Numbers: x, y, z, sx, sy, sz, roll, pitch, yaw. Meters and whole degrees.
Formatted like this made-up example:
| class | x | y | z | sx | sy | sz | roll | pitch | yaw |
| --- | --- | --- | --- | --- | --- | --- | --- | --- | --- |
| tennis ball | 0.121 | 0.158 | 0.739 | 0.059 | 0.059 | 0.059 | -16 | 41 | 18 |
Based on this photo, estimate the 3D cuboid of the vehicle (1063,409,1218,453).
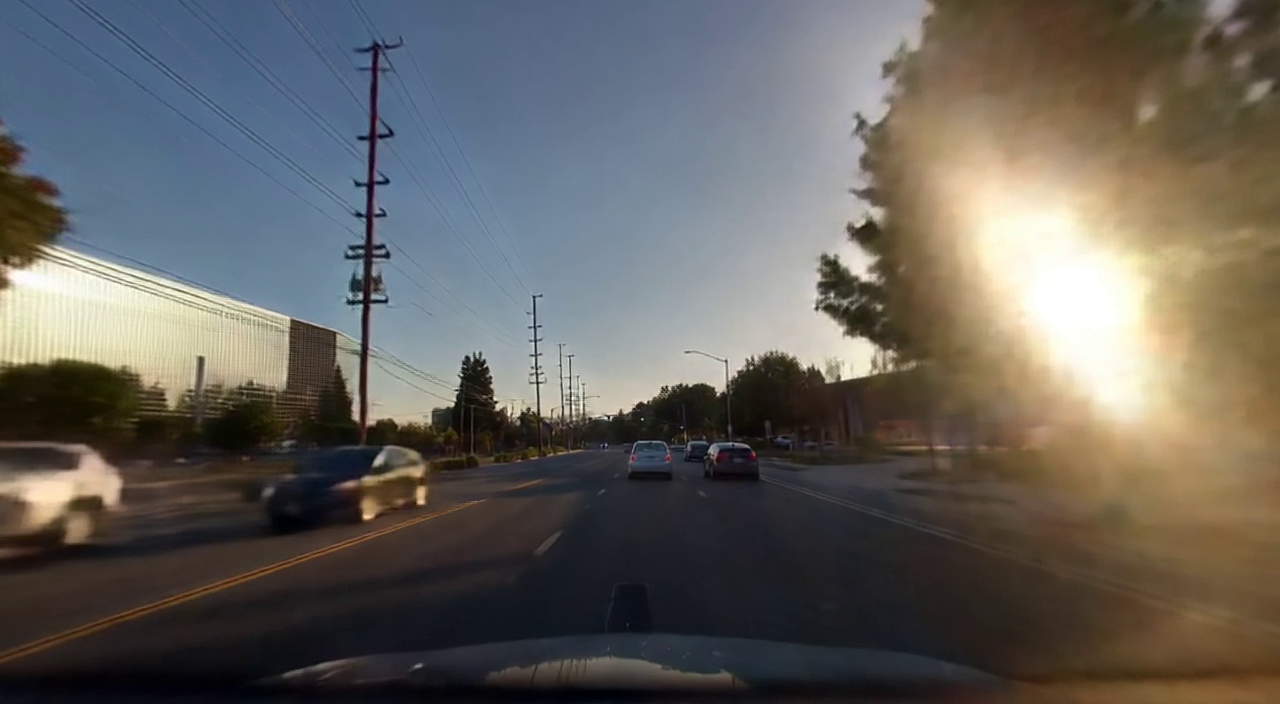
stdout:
| class | x | y | z | sx | sy | sz | roll | pitch | yaw |
| --- | --- | --- | --- | --- | --- | --- | --- | --- | --- |
| vehicle | 20.750 | 3.392 | 26.433 | 1.943 | 1.617 | 4.713 | 3 | -10 | -17 |

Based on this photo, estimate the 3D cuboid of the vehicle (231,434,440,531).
| class | x | y | z | sx | sy | sz | roll | pitch | yaw |
| --- | --- | --- | --- | --- | --- | --- | --- | --- | --- |
| vehicle | -6.150 | 2.663 | 13.539 | 2.187 | 1.711 | 4.505 | 0 | -8 | 1 |

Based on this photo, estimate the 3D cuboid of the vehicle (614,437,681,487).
| class | x | y | z | sx | sy | sz | roll | pitch | yaw |
| --- | --- | --- | --- | --- | --- | --- | --- | --- | --- |
| vehicle | 0.282 | 3.955 | 22.967 | 2.200 | 1.653 | 4.127 | 0 | -8 | 1 |

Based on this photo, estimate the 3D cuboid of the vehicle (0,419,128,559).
| class | x | y | z | sx | sy | sz | roll | pitch | yaw |
| --- | --- | --- | --- | --- | --- | --- | --- | --- | --- |
| vehicle | -9.539 | 1.804 | 7.924 | 2.109 | 1.826 | 4.704 | -4 | -9 | 3 |

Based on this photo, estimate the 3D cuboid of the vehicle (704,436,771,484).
| class | x | y | z | sx | sy | sz | roll | pitch | yaw |
| --- | --- | --- | --- | --- | --- | --- | --- | --- | --- |
| vehicle | 3.691 | 4.149 | 24.565 | 1.914 | 1.698 | 4.049 | 0 | -8 | 0 |
